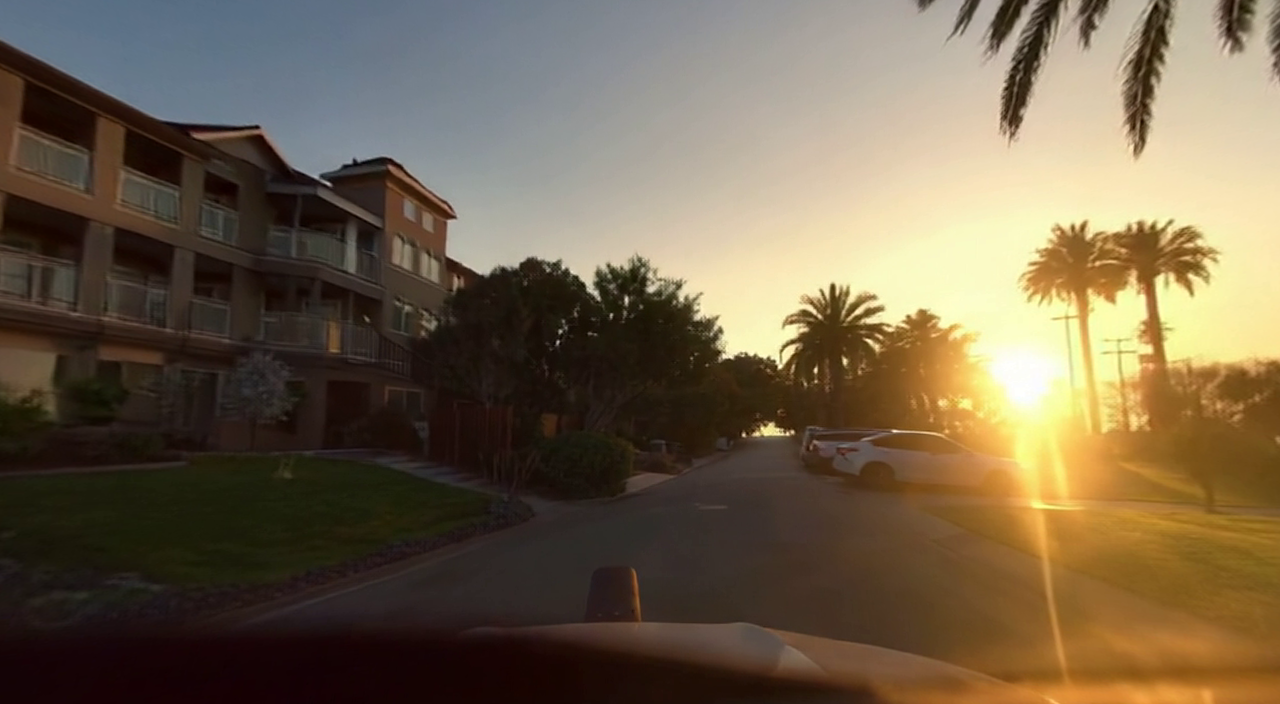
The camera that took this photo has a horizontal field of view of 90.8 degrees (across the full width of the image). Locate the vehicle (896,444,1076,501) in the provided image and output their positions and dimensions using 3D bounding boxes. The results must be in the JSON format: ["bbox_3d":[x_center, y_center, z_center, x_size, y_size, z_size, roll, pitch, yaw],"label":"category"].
[{"bbox_3d":[9.739,3.418,18.210,4.195,1.446,1.979,-2,-10,18],"label":"vehicle"}]
